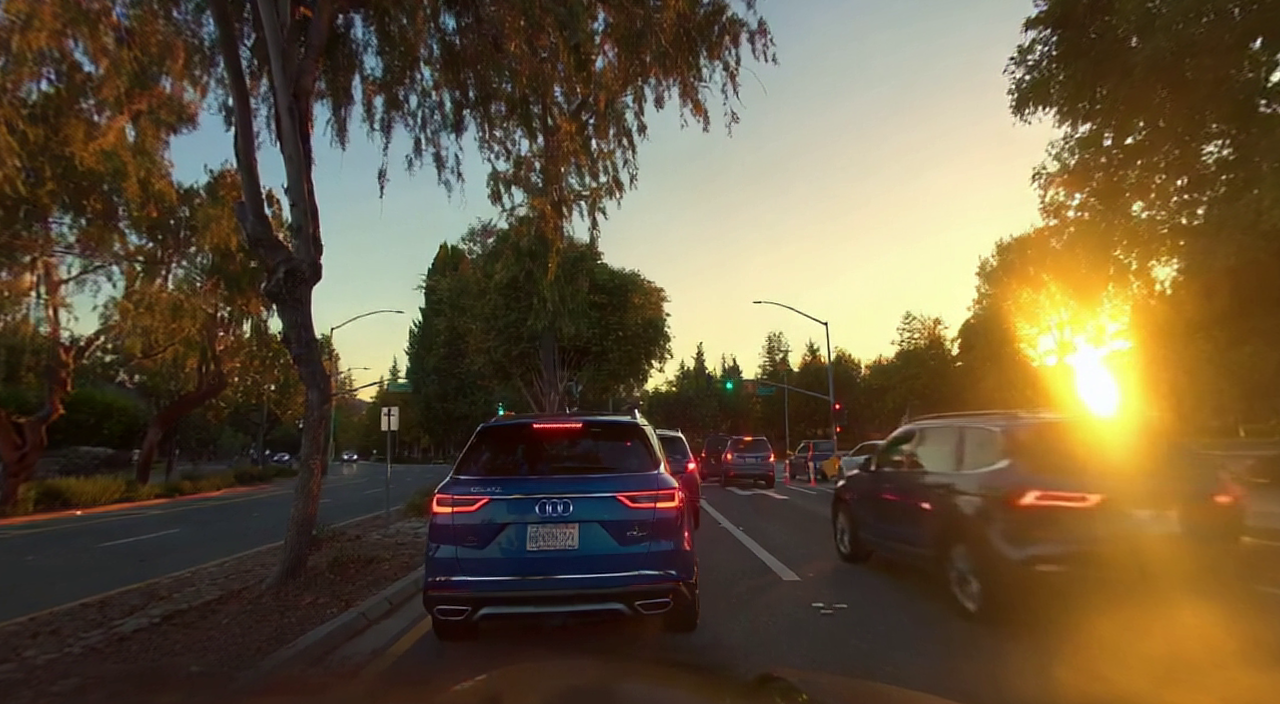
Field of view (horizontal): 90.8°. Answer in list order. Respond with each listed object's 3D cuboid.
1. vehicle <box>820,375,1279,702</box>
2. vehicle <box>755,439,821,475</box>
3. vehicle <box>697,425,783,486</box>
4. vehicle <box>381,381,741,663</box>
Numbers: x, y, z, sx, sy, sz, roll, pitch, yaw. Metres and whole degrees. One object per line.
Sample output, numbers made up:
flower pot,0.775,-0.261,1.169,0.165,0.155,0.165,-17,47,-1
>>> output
vehicle,3.234,1.286,5.536,1.963,1.682,4.407,0,-9,0
vehicle,6.626,4.771,28.845,1.917,1.489,4.625,0,-8,0
vehicle,3.355,3.619,22.310,2.200,1.909,4.853,0,-9,-1
vehicle,-0.433,1.354,6.088,2.201,1.709,4.271,0,-9,1
